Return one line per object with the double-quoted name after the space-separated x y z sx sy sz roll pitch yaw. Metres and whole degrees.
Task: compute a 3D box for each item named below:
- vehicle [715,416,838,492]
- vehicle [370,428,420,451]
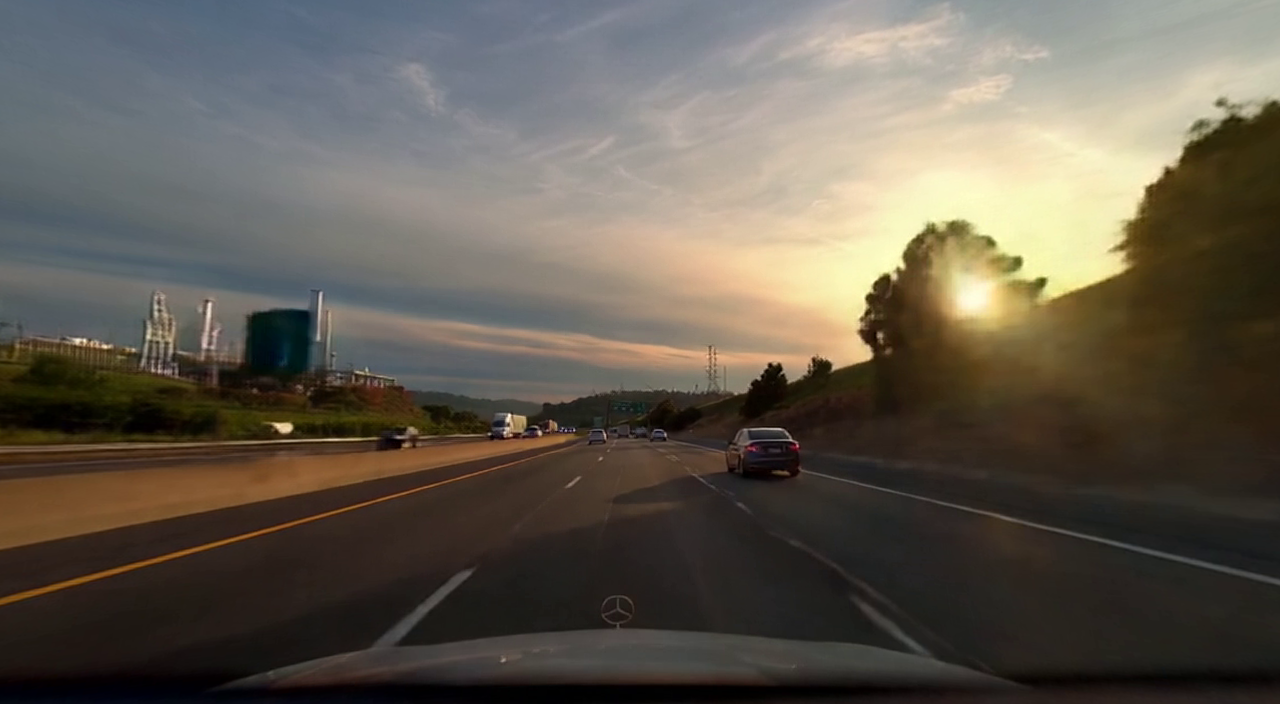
3.218 2.507 15.811 2.022 1.637 4.229 0 -8 -2 "vehicle"
-16.406 5.862 42.385 1.863 1.450 3.813 0 -8 -1 "vehicle"
